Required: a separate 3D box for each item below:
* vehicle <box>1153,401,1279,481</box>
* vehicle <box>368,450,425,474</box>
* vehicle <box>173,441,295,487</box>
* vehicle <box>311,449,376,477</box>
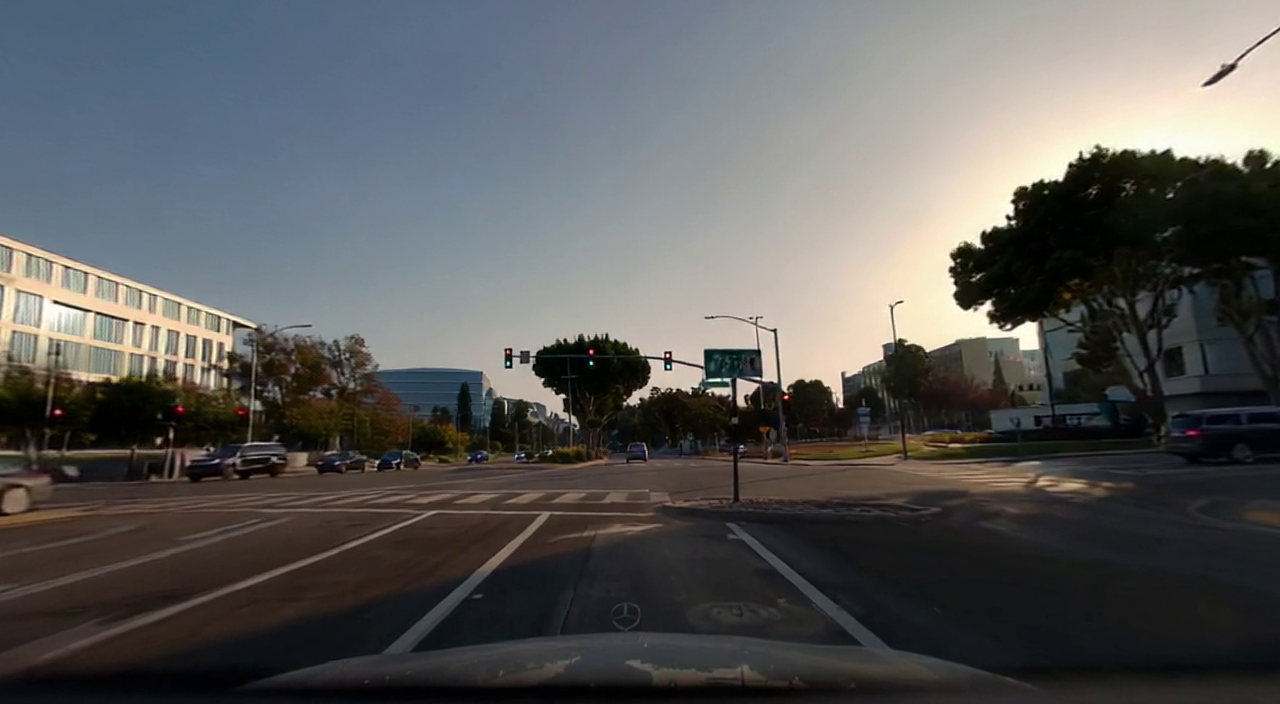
[{"bbox_3d":[17.343,2.319,17.199,4.709,1.920,2.166,-4,-8,-1],"label":"vehicle"},{"bbox_3d":[-16.304,7.353,42.570,1.922,1.448,4.702,-1,-8,1],"label":"vehicle"},{"bbox_3d":[-19.899,5.473,31.348,2.380,1.963,5.458,-2,-8,1],"label":"vehicle"},{"bbox_3d":[-19.666,7.338,42.190,2.093,1.654,4.601,-2,-8,0],"label":"vehicle"}]
